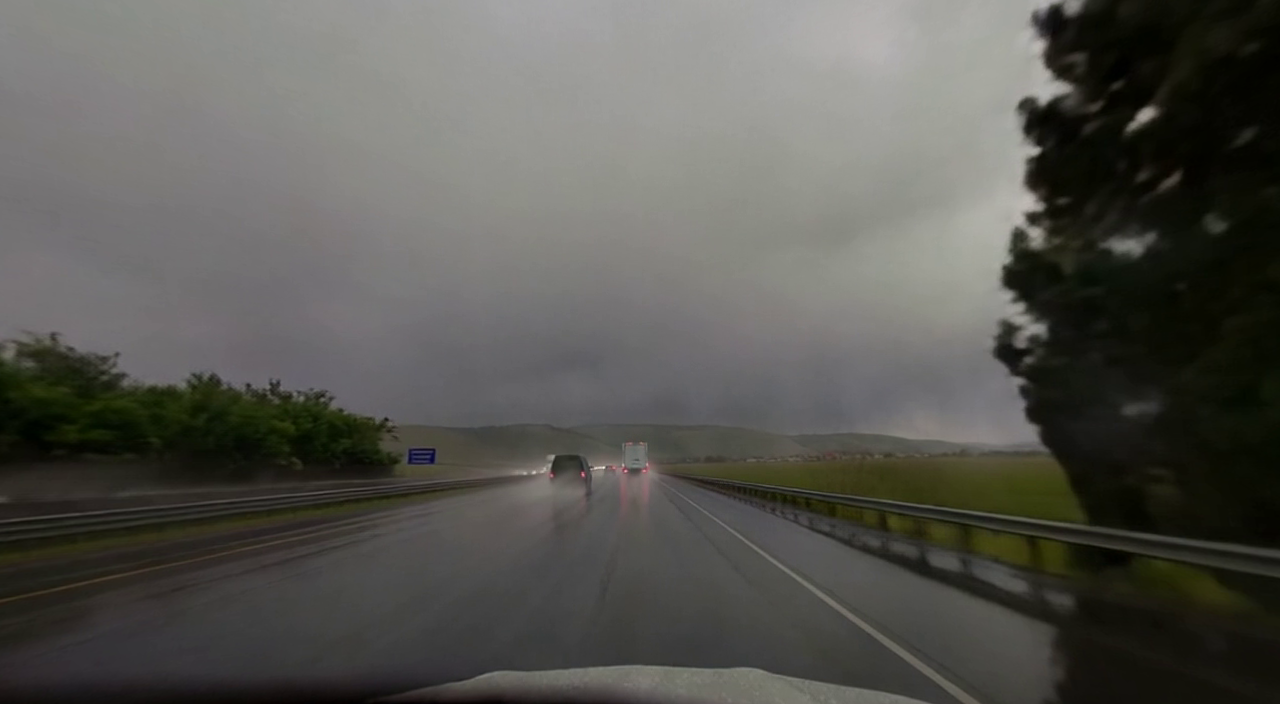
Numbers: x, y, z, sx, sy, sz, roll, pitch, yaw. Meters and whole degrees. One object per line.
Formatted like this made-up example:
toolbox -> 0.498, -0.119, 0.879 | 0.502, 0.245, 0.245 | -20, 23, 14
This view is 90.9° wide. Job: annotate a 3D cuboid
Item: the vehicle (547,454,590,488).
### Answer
vehicle -> -4.446, 7.543, 40.072 | 2.208, 1.973, 4.716 | 1, -10, 0
